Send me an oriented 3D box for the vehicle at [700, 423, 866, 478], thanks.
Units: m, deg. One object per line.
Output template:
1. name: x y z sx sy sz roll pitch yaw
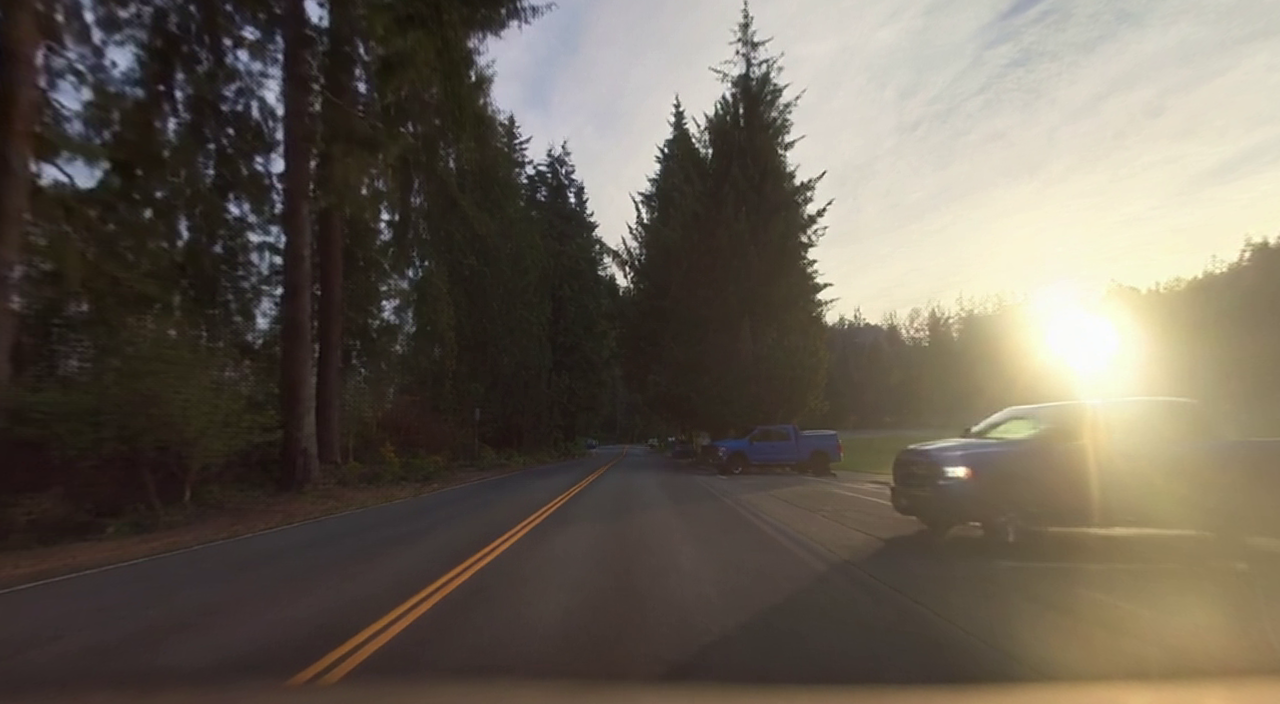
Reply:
1. vehicle: 6.213 4.389 28.223 6.645 2.298 2.763 0 -9 -3

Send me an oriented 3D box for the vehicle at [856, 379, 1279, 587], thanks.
1. vehicle: 6.009 1.492 7.700 5.797 2.070 2.502 0 -8 -1
